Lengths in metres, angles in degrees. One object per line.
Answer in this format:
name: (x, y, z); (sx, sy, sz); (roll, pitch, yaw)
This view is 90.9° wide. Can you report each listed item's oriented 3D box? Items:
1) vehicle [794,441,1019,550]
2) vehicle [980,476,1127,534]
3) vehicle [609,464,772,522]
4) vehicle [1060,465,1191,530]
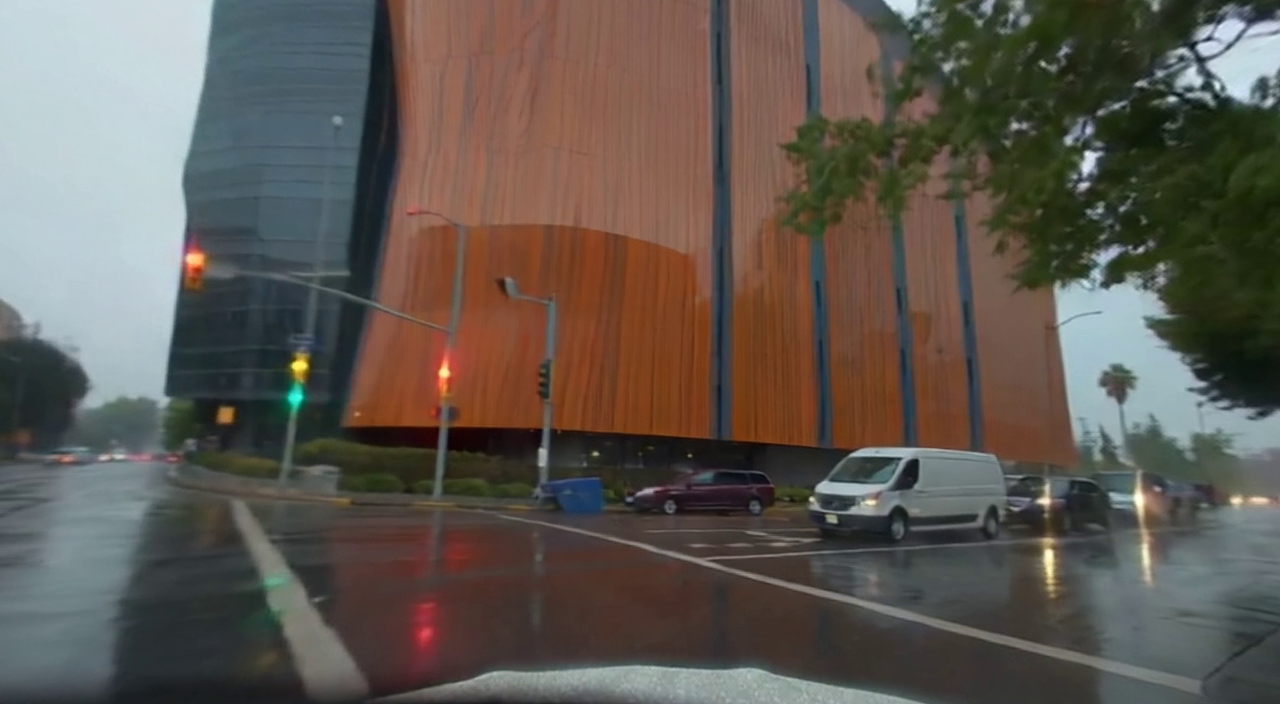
vehicle: (6.108, 3.160, 14.229); (5.252, 2.013, 2.104); (8, -14, -35)
vehicle: (12.313, 4.452, 18.693); (4.632, 1.495, 1.853); (7, -14, -34)
vehicle: (1.511, 3.988, 18.169); (4.470, 1.472, 1.868); (8, -13, -34)
vehicle: (17.380, 5.091, 22.508); (4.884, 2.024, 2.148); (8, -13, -35)
